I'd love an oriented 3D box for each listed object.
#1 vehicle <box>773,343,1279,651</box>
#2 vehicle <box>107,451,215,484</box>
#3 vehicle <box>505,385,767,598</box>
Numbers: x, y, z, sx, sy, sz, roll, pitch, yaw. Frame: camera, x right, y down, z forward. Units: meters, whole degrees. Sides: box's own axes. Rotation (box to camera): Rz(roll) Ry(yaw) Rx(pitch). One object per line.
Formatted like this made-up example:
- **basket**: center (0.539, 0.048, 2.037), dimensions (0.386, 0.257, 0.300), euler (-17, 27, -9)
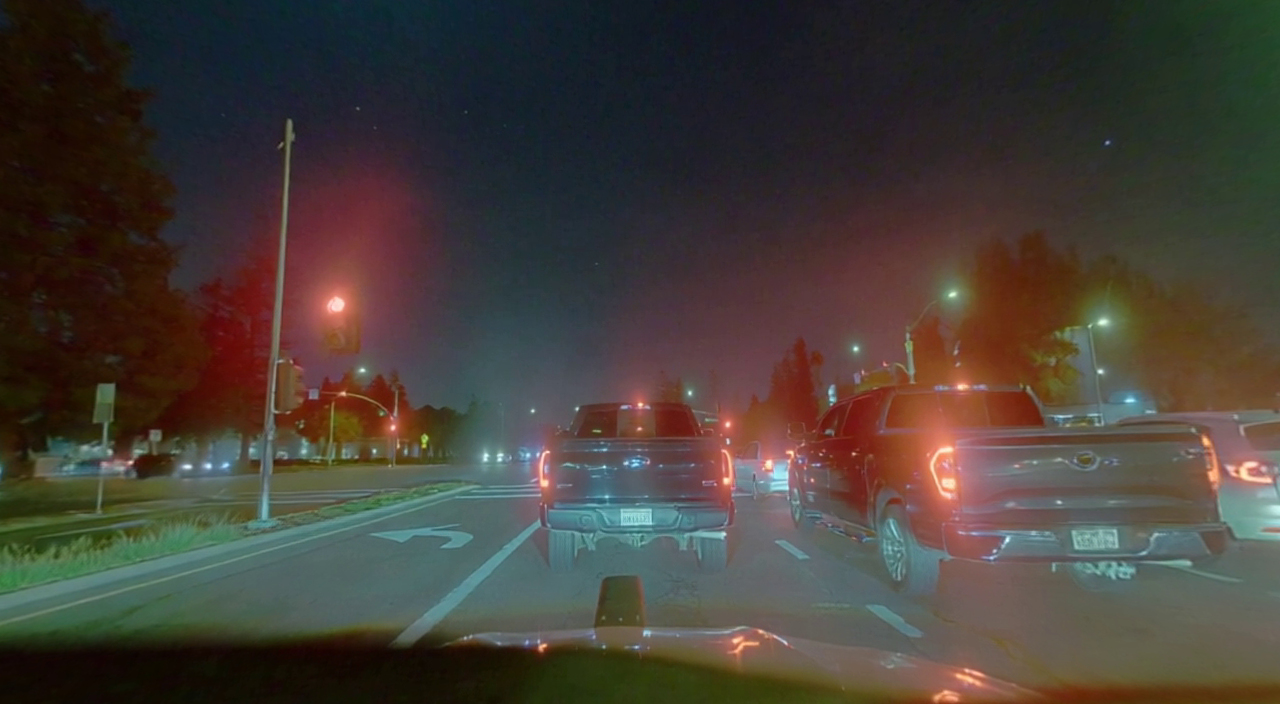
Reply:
- **vehicle**: center (3.323, 1.329, 6.927), dimensions (2.412, 1.953, 5.682), euler (0, -9, -1)
- **vehicle**: center (-26.385, 6.326, 35.008), dimensions (4.437, 1.669, 1.936), euler (5, -10, -30)
- **vehicle**: center (-0.061, 1.567, 8.000), dimensions (2.240, 1.821, 5.001), euler (0, -9, -1)
